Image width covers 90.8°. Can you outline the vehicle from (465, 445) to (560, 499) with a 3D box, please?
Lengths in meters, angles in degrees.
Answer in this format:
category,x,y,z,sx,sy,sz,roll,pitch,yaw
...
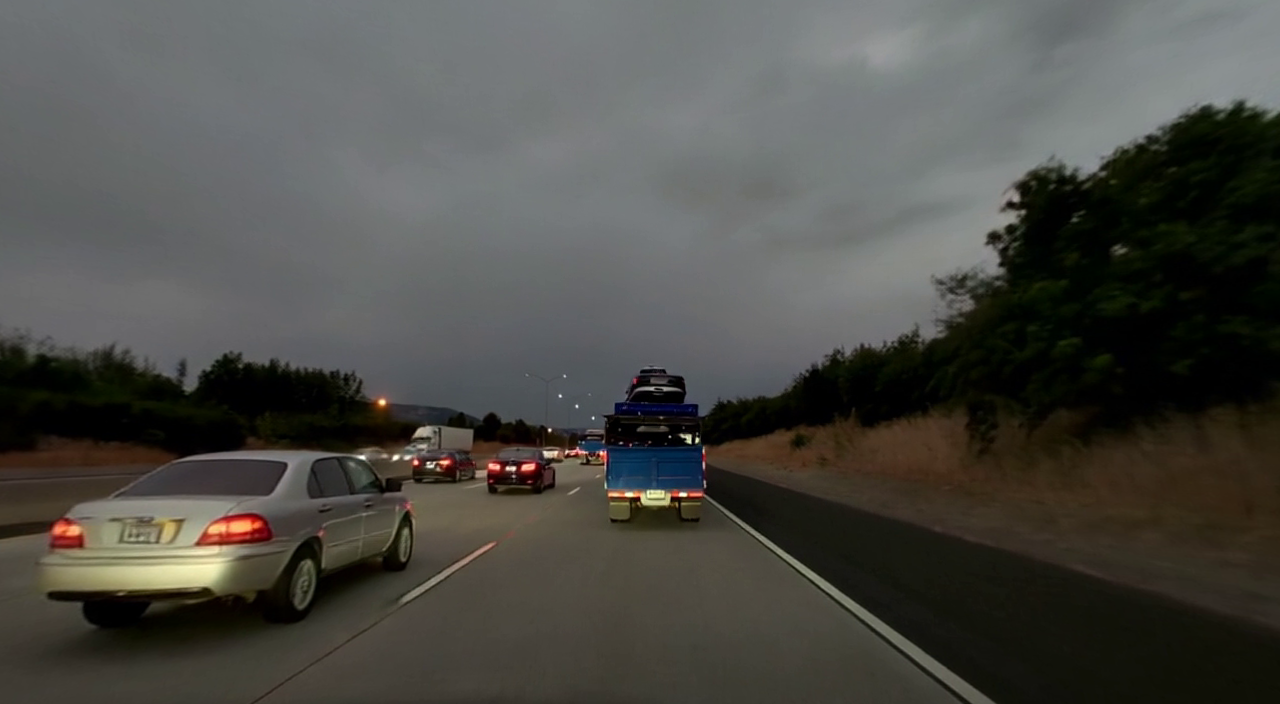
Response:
category,x,y,z,sx,sy,sz,roll,pitch,yaw
vehicle,-3.821,3.662,19.757,1.947,1.470,4.526,0,-9,1

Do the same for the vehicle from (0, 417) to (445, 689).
category,x,y,z,sx,sy,sz,roll,pitch,yaw
vehicle,-3.367,1.410,5.455,2.149,1.497,3.753,0,-9,0

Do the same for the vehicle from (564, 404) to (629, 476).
category,x,y,z,sx,sy,sz,roll,pitch,yaw
vehicle,-2.977,5.581,39.394,2.995,3.854,10.505,1,-9,-10

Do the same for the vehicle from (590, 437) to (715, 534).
category,x,y,z,sx,sy,sz,roll,pitch,yaw
vehicle,0.170,2.390,11.777,1.991,1.507,3.391,0,-9,-1
